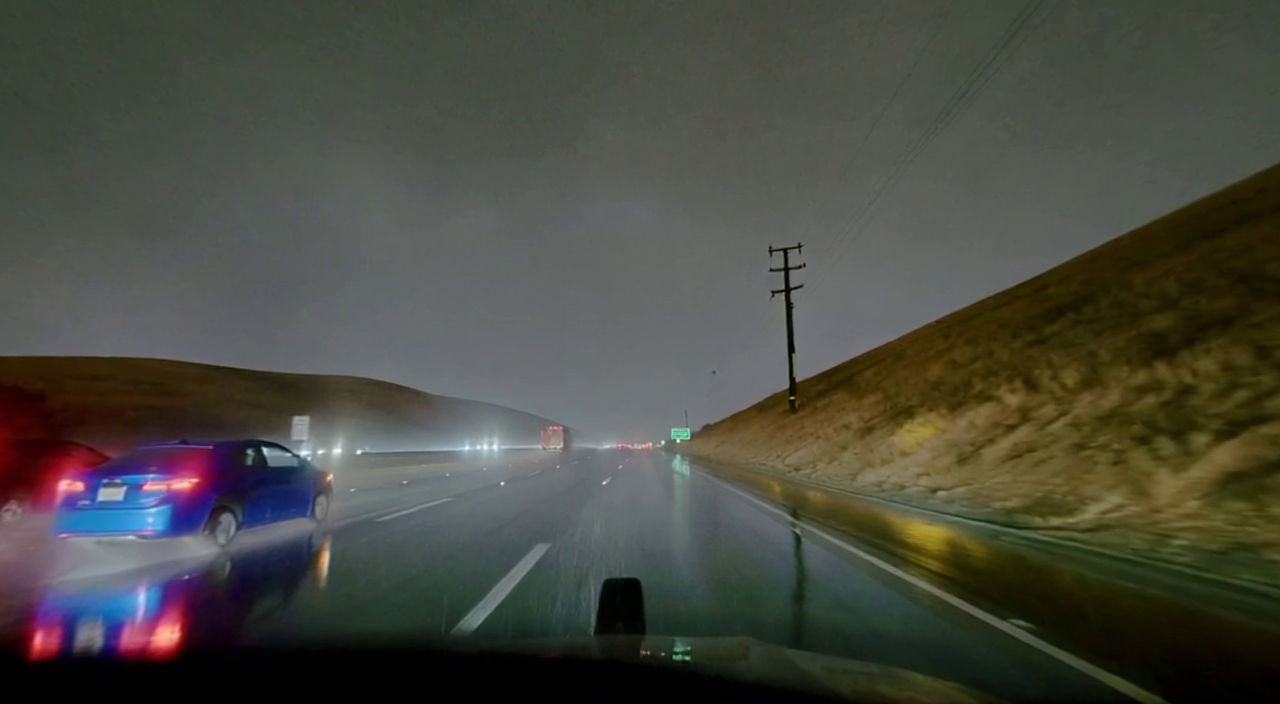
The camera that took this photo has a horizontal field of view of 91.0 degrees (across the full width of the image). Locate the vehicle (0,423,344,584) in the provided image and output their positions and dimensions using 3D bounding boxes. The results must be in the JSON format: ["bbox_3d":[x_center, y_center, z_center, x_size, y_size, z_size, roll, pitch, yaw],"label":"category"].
[{"bbox_3d":[-5.967,1.747,8.197,1.955,1.469,4.554,0,-8,1],"label":"vehicle"}]
